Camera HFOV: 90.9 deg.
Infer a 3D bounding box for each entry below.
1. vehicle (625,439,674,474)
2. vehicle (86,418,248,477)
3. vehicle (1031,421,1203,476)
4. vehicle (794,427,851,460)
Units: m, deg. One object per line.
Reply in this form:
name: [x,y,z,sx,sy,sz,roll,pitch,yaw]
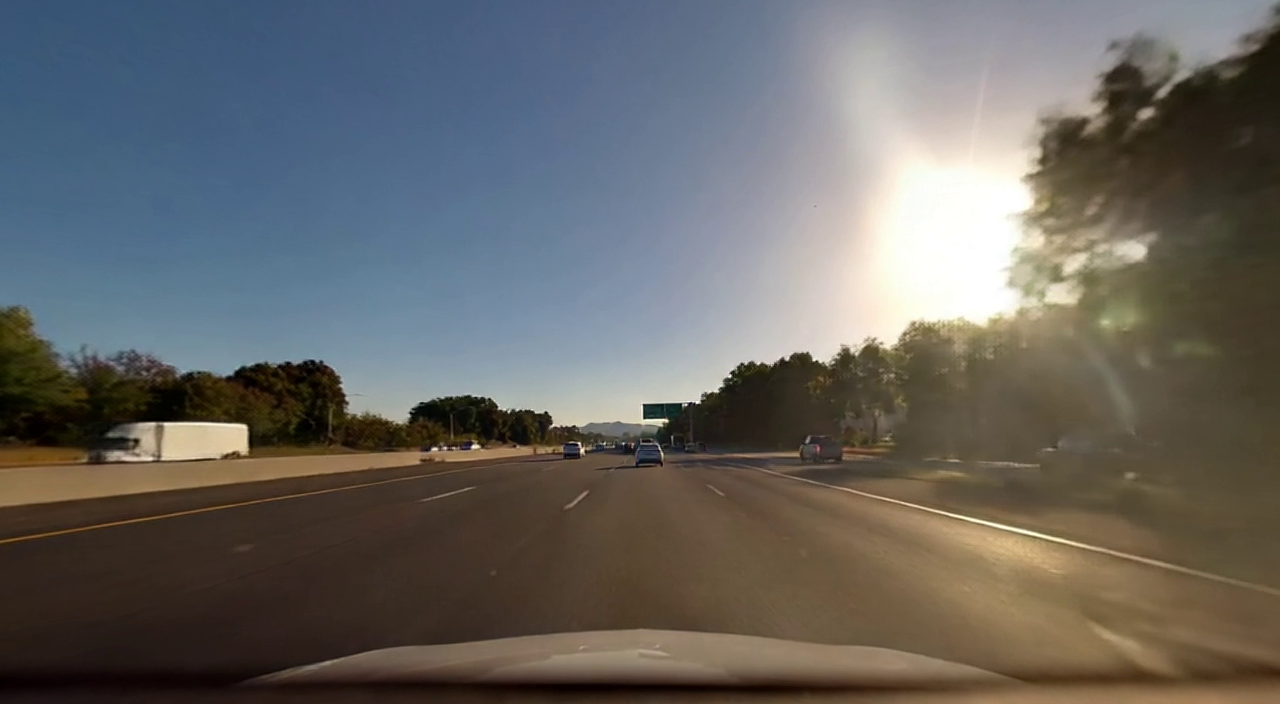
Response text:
vehicle: [0.411,4.846,29.499,2.112,1.482,4.082,0,-8,0]
vehicle: [-32.690,6.697,44.542,2.970,3.609,10.813,0,-8,1]
vehicle: [19.056,3.914,25.716,2.304,1.951,5.719,0,-8,-3]
vehicle: [14.132,7.160,49.296,2.336,2.415,6.056,0,-8,-4]
